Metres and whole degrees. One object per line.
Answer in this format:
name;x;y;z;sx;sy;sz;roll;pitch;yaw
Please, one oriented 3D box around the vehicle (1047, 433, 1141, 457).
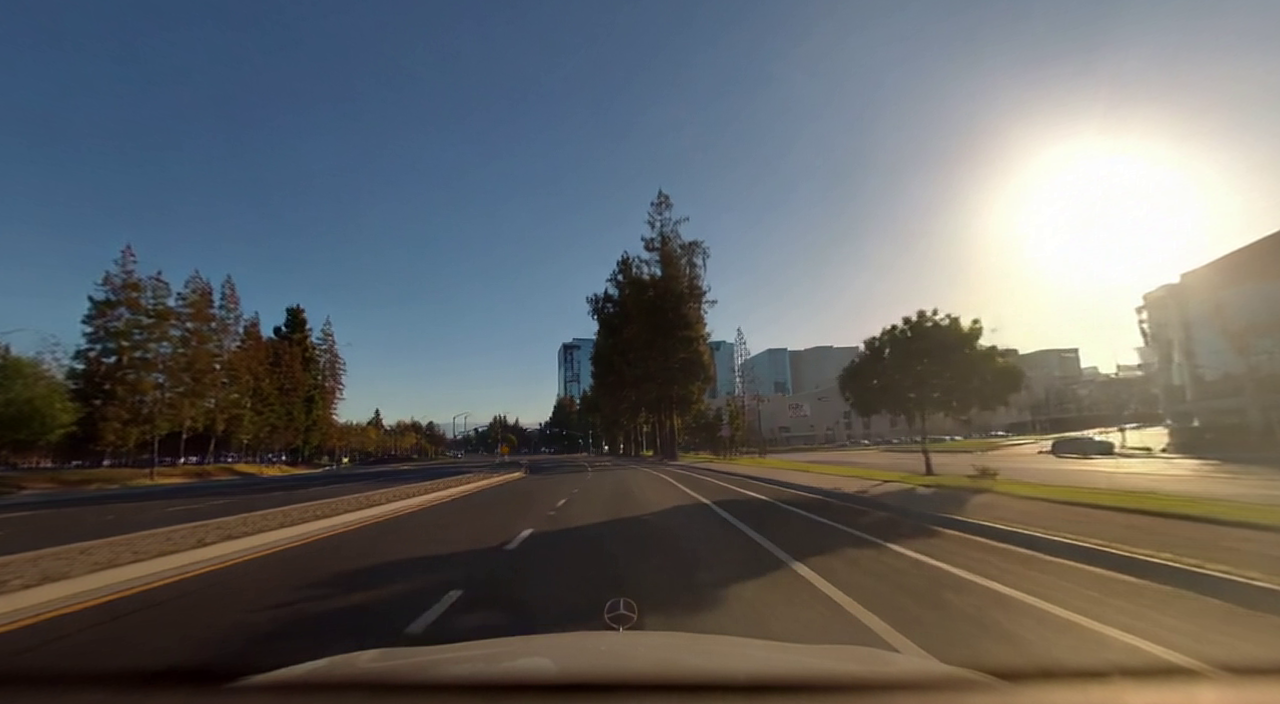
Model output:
vehicle;31.029;6.336;43.258;5.062;1.557;1.988;1;-8;-6
